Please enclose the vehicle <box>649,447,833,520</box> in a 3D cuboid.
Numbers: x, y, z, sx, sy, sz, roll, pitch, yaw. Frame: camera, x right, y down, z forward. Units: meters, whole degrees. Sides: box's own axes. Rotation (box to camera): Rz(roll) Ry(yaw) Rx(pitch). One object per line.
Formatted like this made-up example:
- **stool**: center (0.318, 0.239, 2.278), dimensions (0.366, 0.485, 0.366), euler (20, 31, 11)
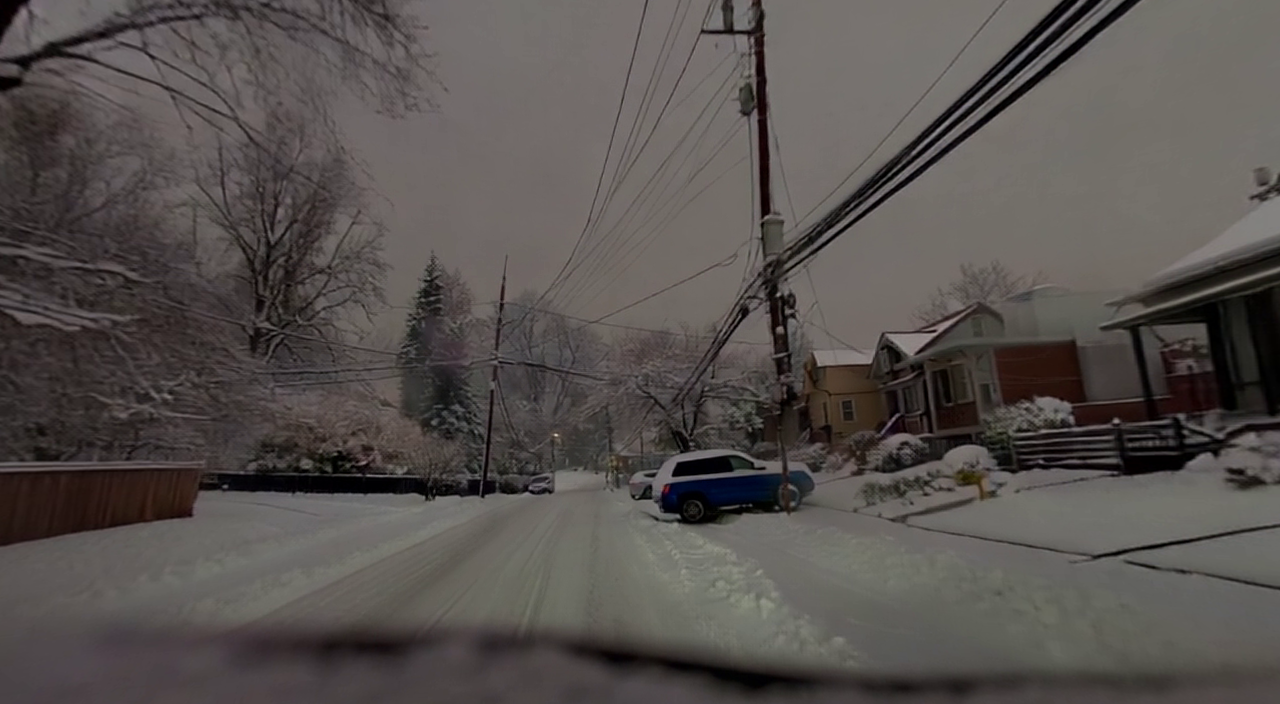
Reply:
- **vehicle**: center (2.563, 3.410, 16.748), dimensions (4.413, 1.728, 1.869), euler (1, -9, -8)
